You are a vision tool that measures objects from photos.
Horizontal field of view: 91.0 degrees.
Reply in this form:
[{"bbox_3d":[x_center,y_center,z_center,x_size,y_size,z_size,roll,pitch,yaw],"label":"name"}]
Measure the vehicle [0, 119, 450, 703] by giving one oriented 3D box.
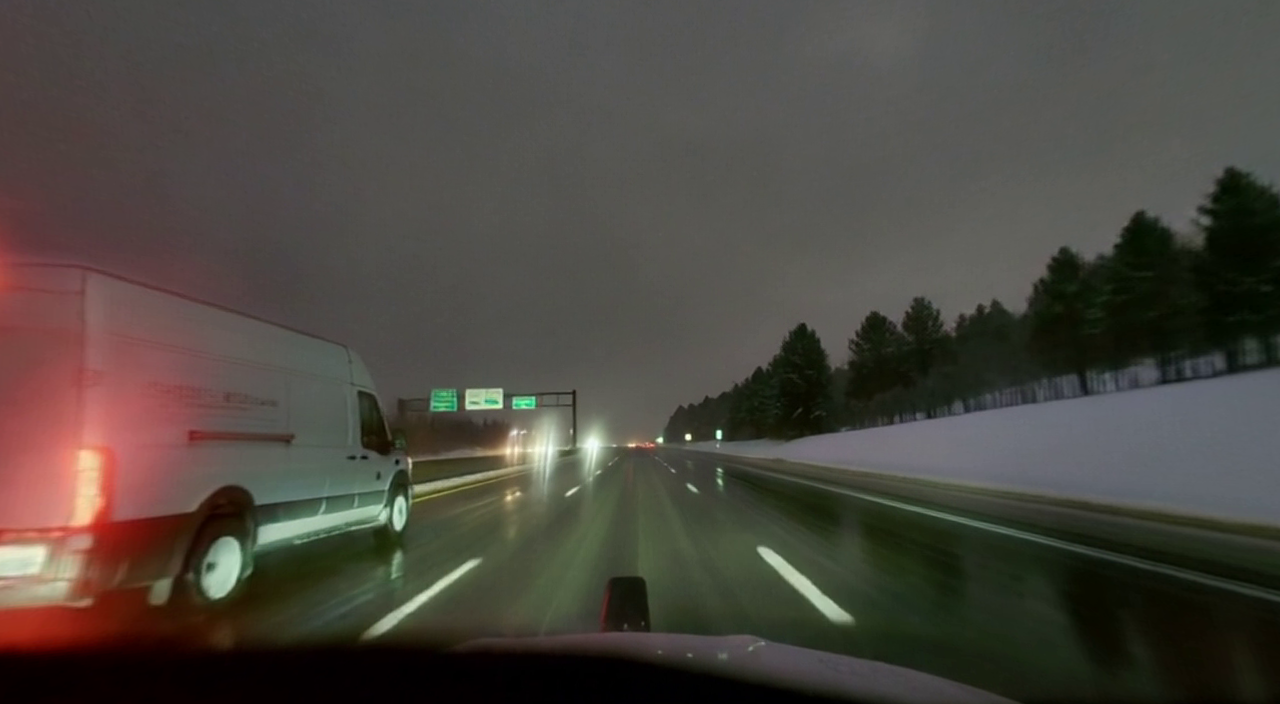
[{"bbox_3d":[-3.924,0.747,5.490,2.443,2.586,6.701,0,-8,0],"label":"vehicle"}]
